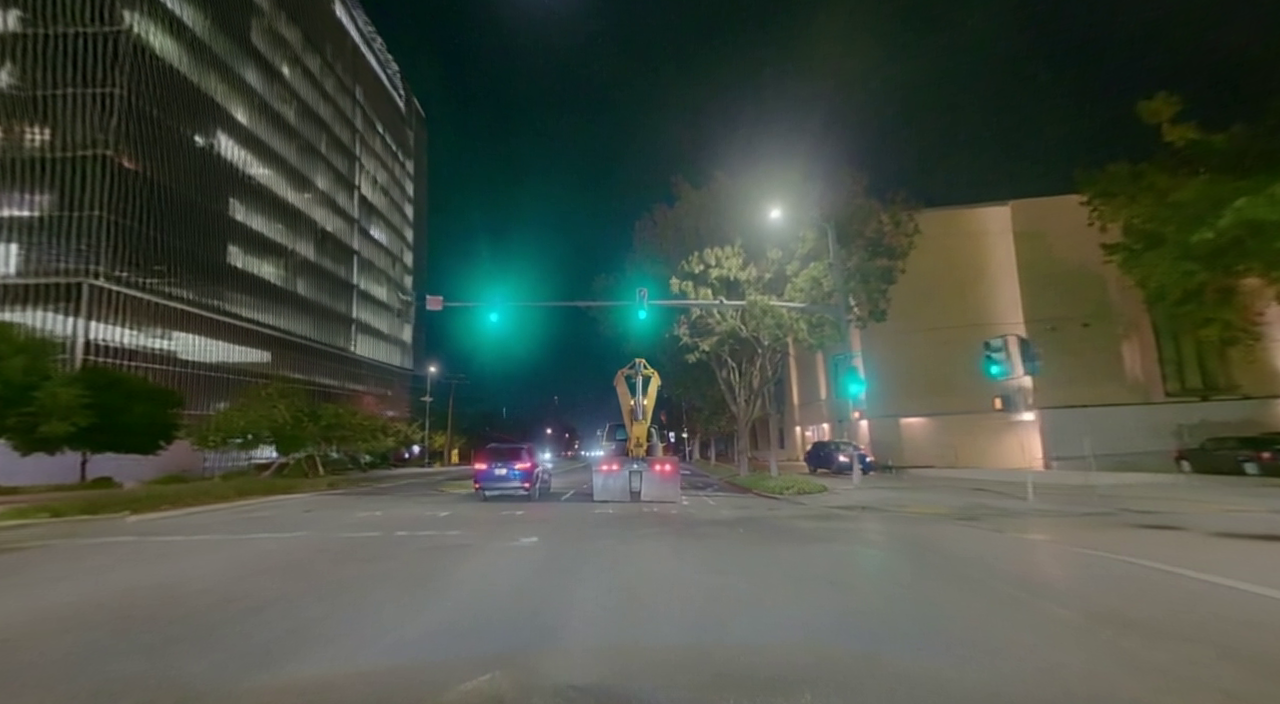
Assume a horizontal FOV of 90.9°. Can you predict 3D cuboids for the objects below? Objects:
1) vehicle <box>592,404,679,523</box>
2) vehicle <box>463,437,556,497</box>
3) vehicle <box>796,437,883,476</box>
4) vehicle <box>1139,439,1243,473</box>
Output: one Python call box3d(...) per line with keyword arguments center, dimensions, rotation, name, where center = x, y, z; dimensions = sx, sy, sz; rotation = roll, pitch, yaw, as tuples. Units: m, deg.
box3d(center=(-0.270, 4.147, 24.230), dimensions=(2.552, 3.461, 11.044), rotation=(1, -9, -1), name="vehicle")
box3d(center=(-3.991, 3.598, 20.078), dimensions=(2.081, 1.688, 4.235), rotation=(0, -9, 0), name="vehicle")
box3d(center=(10.004, 5.298, 32.121), dimensions=(2.186, 1.783, 4.716), rotation=(1, -9, -11), name="vehicle")
box3d(center=(25.326, 4.783, 29.027), dimensions=(3.565, 1.369, 1.647), rotation=(-1, -9, -12), name="vehicle")
